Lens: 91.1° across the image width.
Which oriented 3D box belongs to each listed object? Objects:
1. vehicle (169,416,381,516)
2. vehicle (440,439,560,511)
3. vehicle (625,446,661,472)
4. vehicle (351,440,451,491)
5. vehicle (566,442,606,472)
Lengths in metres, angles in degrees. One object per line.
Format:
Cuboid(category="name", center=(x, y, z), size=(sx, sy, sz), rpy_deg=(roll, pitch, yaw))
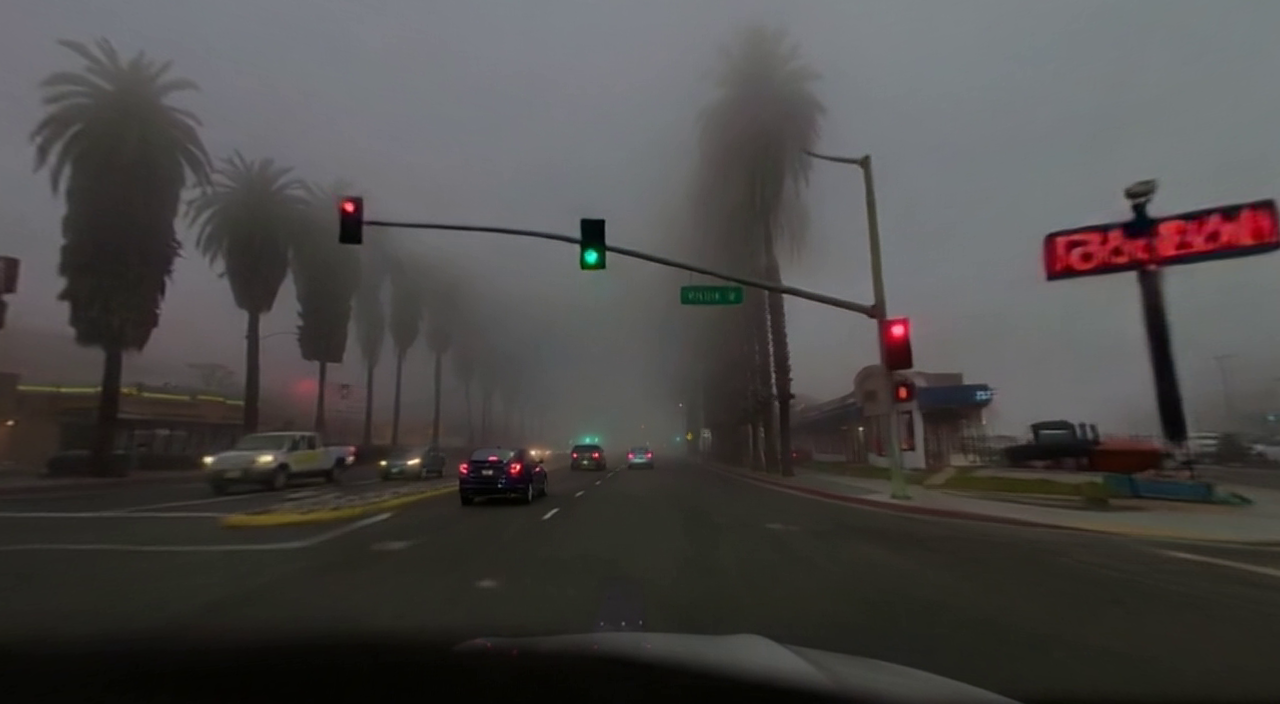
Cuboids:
Cuboid(category="vehicle", center=(-8.386, 2.675, 15.203), size=(2.058, 1.929, 5.123), rpy_deg=(-1, -9, 0))
Cuboid(category="vehicle", center=(-3.294, 2.971, 15.705), size=(1.904, 1.513, 4.410), rpy_deg=(0, -8, 1))
Cuboid(category="vehicle", center=(0.181, 6.516, 38.510), size=(2.094, 1.496, 4.070), rpy_deg=(0, -8, 0))
Cuboid(category="vehicle", center=(-8.275, 3.945, 22.164), size=(1.893, 1.576, 4.075), rpy_deg=(-2, -9, 0))
Cuboid(category="vehicle", center=(-3.080, 6.153, 36.863), size=(1.979, 1.634, 3.957), rpy_deg=(0, -8, 0))
